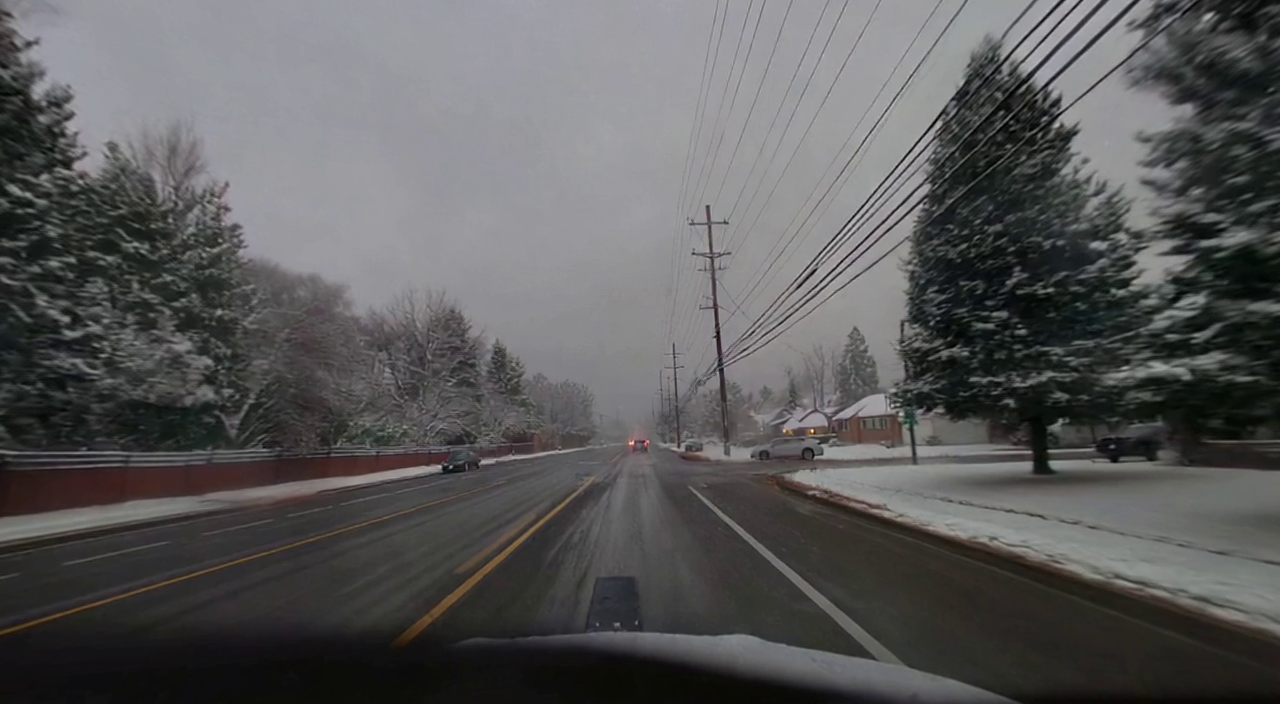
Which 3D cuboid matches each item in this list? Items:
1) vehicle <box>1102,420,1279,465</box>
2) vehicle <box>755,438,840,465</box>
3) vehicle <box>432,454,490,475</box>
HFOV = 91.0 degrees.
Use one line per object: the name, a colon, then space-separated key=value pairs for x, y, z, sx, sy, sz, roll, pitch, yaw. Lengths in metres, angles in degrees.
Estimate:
vehicle: x=23.927 y=3.962 z=27.548 sx=5.449 sy=1.883 sz=2.354 roll=0 pitch=-8 yaw=1
vehicle: x=8.773 y=5.595 z=35.403 sx=4.487 sy=1.461 sz=1.874 roll=-1 pitch=-9 yaw=9
vehicle: x=-12.168 y=7.674 z=43.213 sx=2.530 sy=1.265 sz=4.495 roll=-1 pitch=-8 yaw=2
